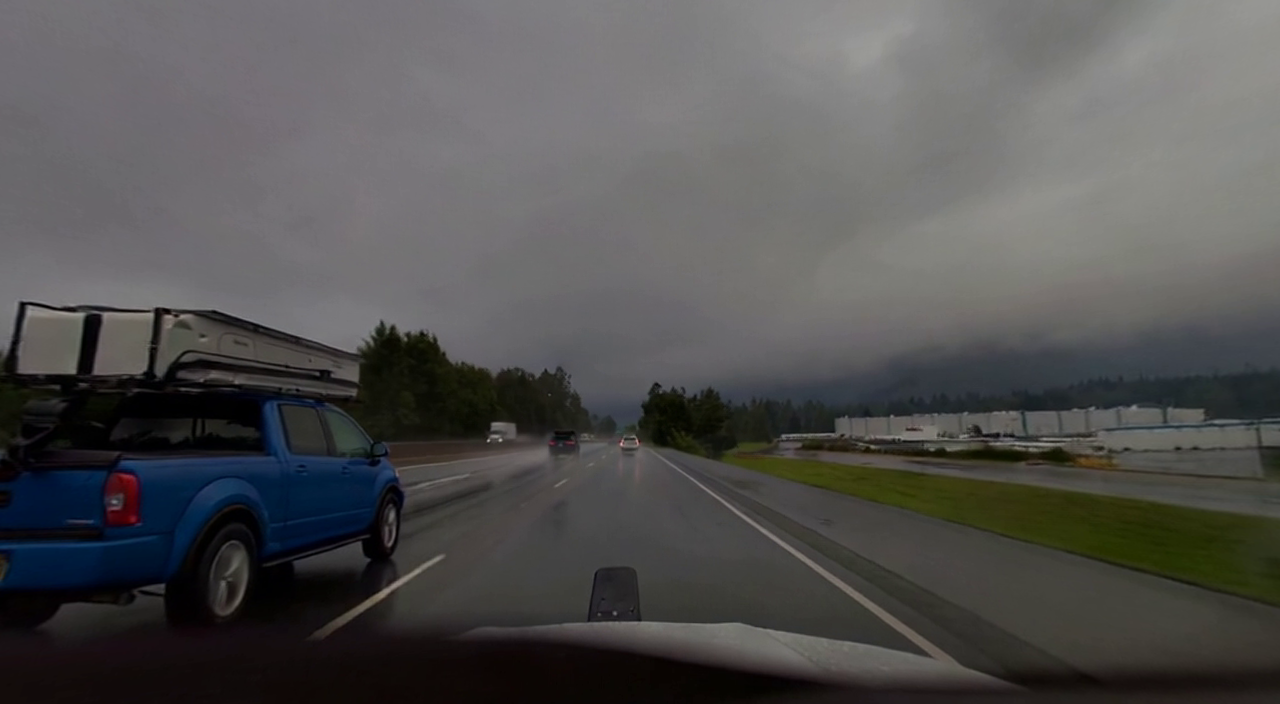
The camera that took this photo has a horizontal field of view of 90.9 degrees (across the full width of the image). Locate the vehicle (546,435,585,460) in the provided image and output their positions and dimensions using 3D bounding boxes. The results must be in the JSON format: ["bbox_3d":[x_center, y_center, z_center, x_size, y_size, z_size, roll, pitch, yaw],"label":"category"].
[{"bbox_3d":[-4.971,6.454,42.739,2.189,1.580,4.607,0,-8,-1],"label":"vehicle"}]

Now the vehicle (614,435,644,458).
[{"bbox_3d":[-0.785,6.928,46.497,2.151,1.618,3.898,0,-8,0],"label":"vehicle"}]
